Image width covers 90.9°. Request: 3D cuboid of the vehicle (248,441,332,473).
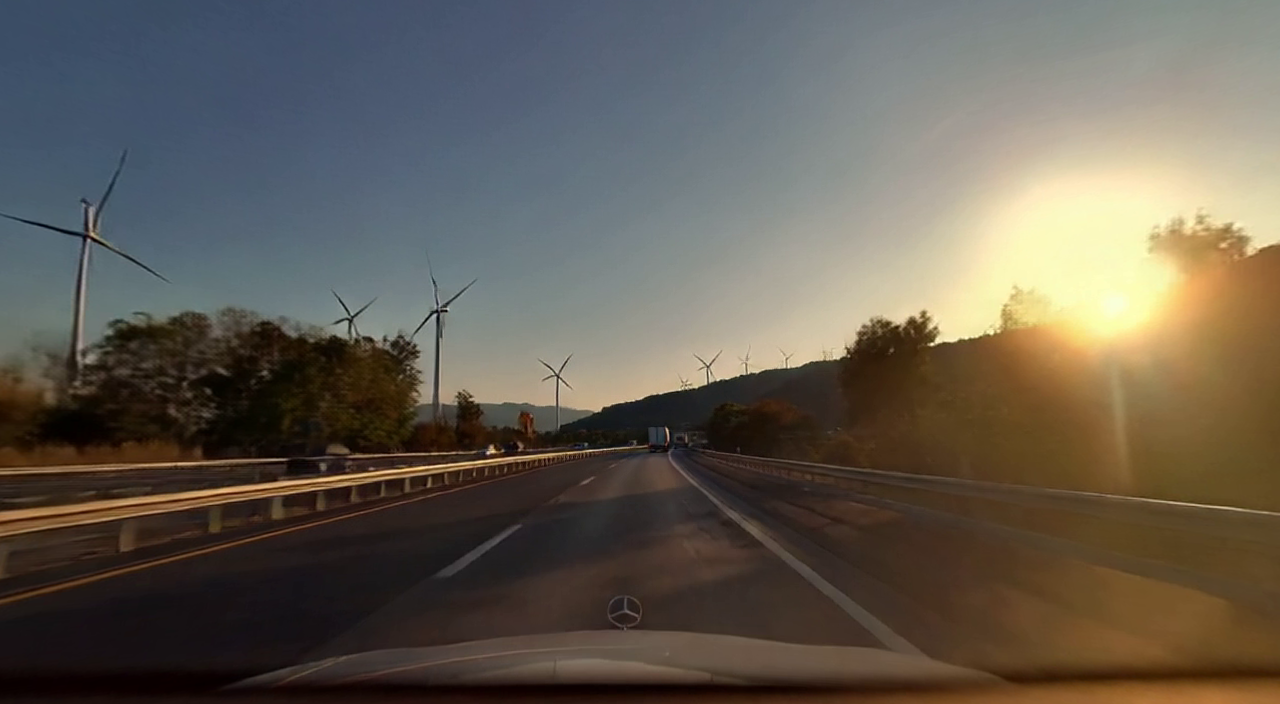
[{"bbox_3d":[-17.033,5.119,30.868,1.790,1.442,3.956,0,-9,1],"label":"vehicle"}]
